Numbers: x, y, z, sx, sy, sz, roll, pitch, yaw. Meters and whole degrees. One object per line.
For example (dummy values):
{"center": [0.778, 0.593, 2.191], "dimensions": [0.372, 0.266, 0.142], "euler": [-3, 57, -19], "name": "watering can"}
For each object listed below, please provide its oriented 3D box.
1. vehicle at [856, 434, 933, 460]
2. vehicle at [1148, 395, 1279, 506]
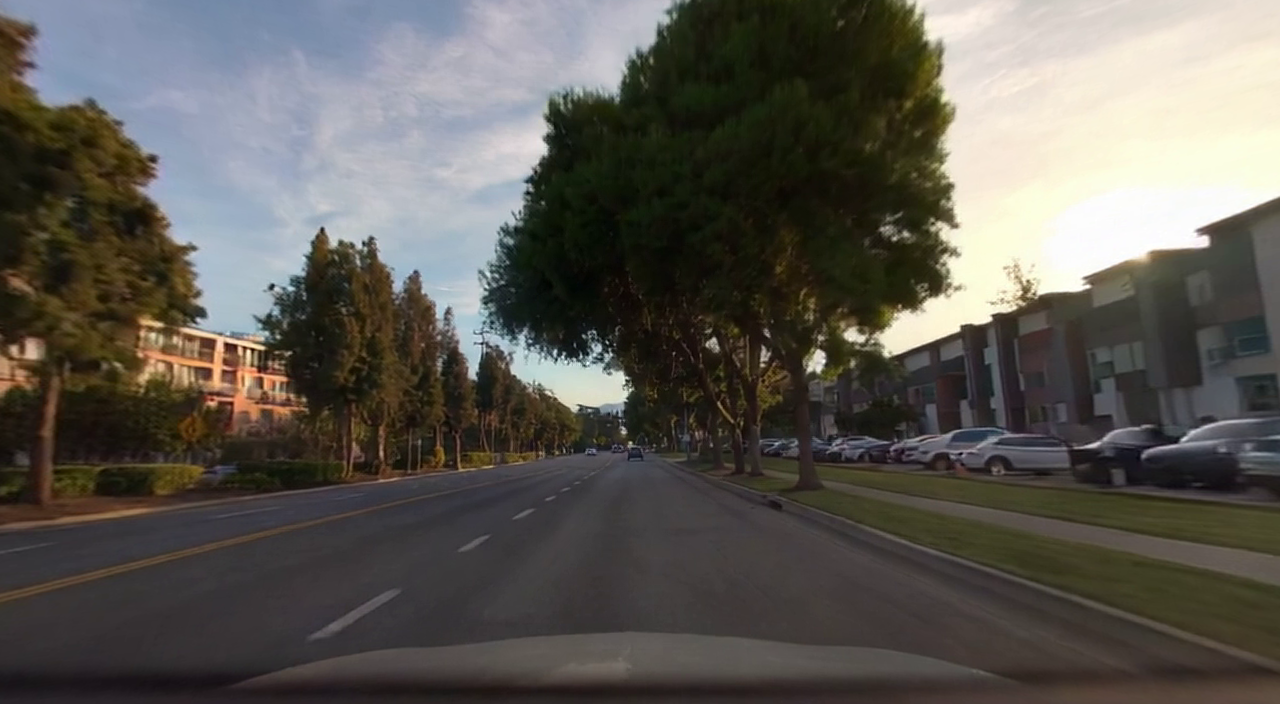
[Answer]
{"center": [18.021, 6.760, 44.726], "dimensions": [4.653, 1.782, 2.042], "euler": [2, -9, -15], "name": "vehicle"}
{"center": [13.711, 1.920, 12.853], "dimensions": [4.771, 2.010, 2.142], "euler": [-1, -8, -2], "name": "vehicle"}
